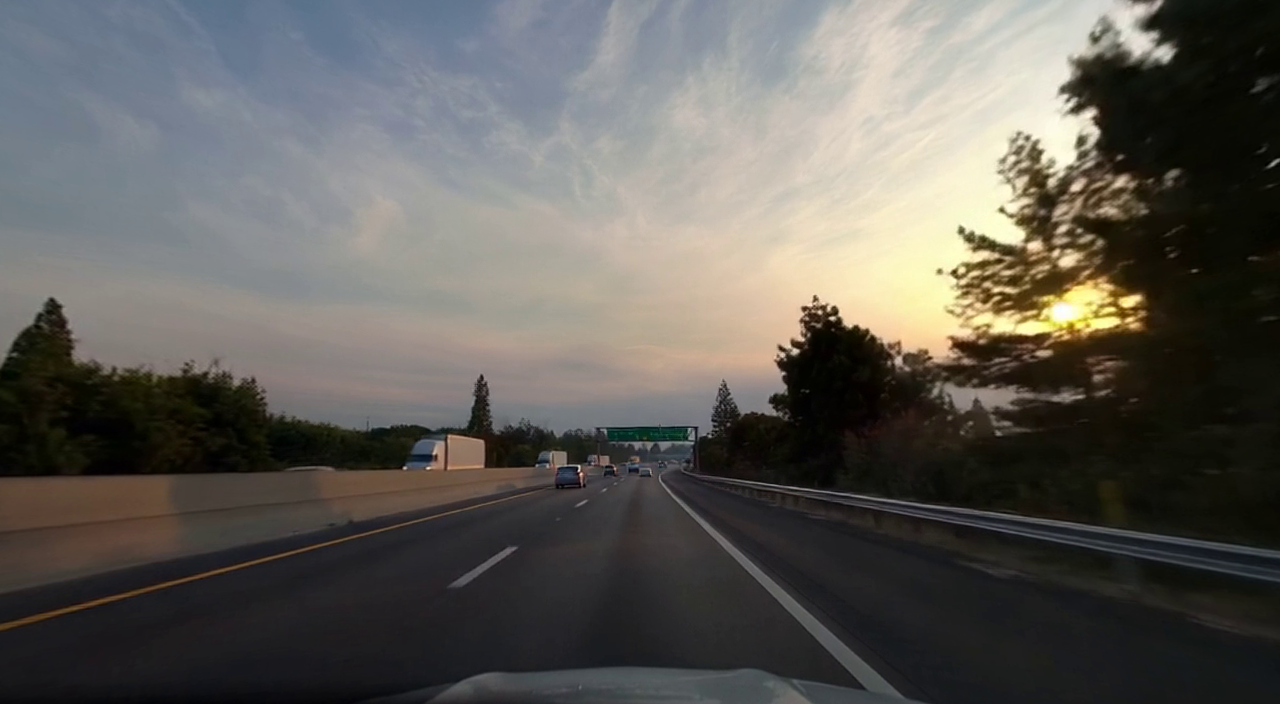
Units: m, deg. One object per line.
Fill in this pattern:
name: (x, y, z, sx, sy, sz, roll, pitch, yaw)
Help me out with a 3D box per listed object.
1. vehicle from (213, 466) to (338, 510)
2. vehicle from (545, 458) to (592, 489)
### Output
vehicle: (-13.238, 4.956, 23.270, 1.837, 1.427, 4.498, 1, -10, 1)
vehicle: (-4.226, 7.349, 38.157, 2.160, 1.721, 4.368, 1, -10, 2)
